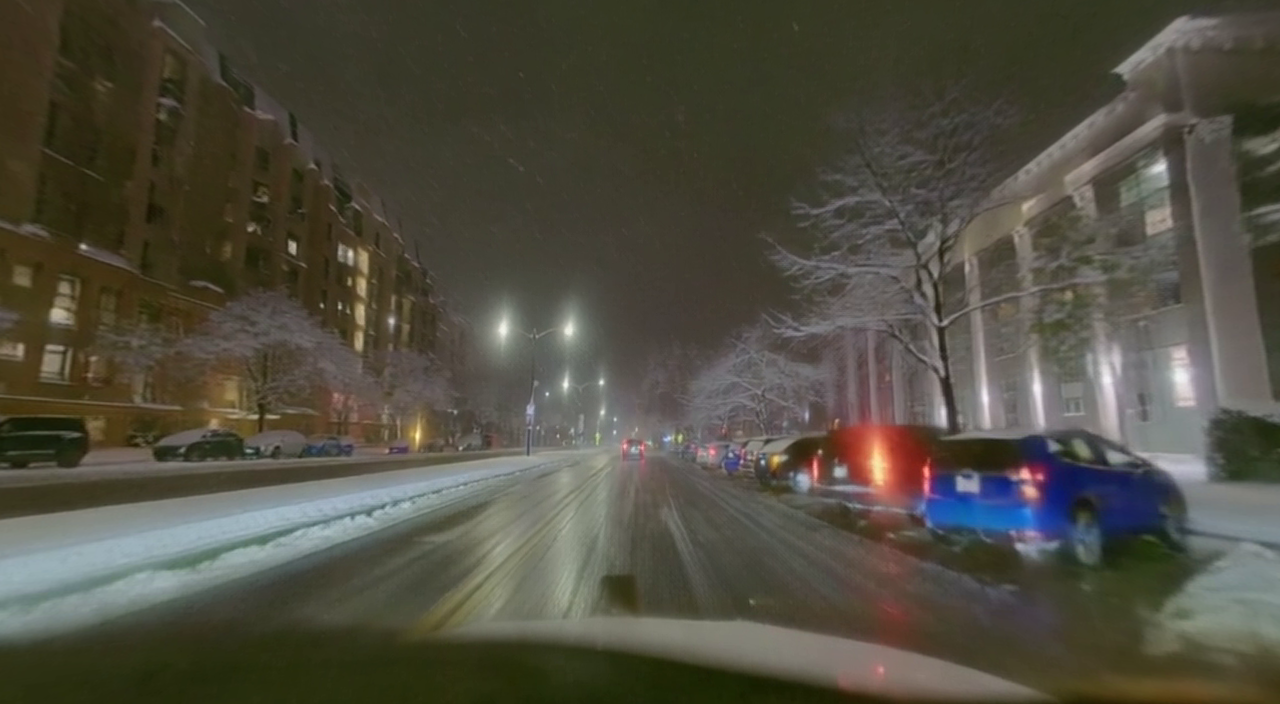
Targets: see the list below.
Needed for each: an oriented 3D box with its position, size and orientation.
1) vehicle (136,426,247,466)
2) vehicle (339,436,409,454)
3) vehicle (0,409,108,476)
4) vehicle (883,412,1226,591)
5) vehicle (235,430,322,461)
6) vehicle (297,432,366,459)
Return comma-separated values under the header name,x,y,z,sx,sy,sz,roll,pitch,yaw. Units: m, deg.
name,x,y,z,sx,sy,sz,roll,pitch,yaw
vehicle,-18.673,3.944,26.468,1.807,1.501,4.134,0,-8,-3
vehicle,-19.403,6.804,46.325,2.389,1.206,6.247,-1,-7,1
vehicle,-18.676,2.609,18.465,1.972,1.839,4.553,3,-8,1
vehicle,4.912,1.529,7.323,4.047,1.497,1.898,5,-10,-36
vehicle,-18.601,4.836,32.648,1.811,1.502,4.639,0,-8,0
vehicle,-18.869,5.757,38.754,1.869,1.494,4.833,0,-8,-2
